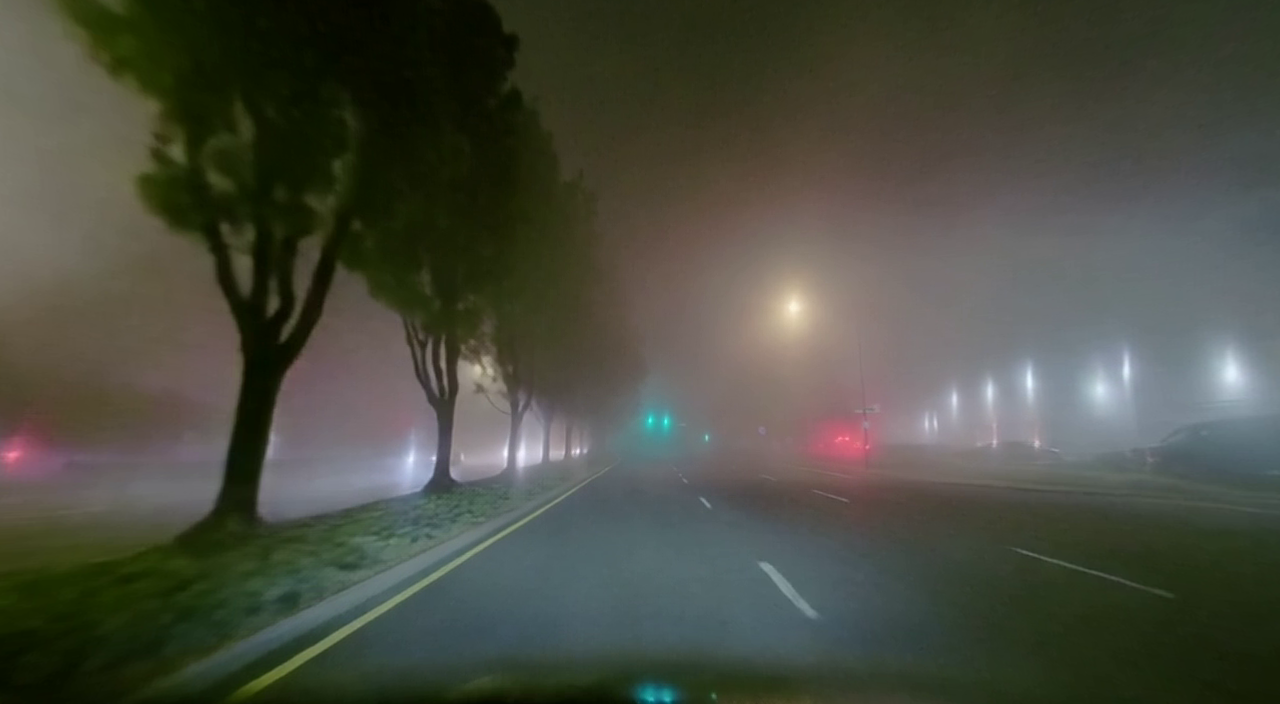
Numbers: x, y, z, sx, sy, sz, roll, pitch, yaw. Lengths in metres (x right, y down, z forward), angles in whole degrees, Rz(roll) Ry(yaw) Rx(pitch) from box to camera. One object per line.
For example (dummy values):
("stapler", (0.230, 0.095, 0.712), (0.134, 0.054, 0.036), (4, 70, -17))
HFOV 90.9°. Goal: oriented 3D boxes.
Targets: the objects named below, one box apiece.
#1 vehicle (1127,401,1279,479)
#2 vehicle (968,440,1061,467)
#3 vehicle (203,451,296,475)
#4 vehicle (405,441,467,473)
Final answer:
("vehicle", (21.652, 3.195, 22.859), (5.506, 2.643, 2.681), (-1, -8, 3))
("vehicle", (21.650, 5.862, 36.559), (4.176, 1.490, 1.871), (0, -8, -3))
("vehicle", (-25.120, 7.152, 40.620), (4.663, 1.464, 1.906), (0, -8, -1))
("vehicle", (-11.890, 6.150, 37.130), (2.056, 1.763, 4.629), (0, -8, 1))
